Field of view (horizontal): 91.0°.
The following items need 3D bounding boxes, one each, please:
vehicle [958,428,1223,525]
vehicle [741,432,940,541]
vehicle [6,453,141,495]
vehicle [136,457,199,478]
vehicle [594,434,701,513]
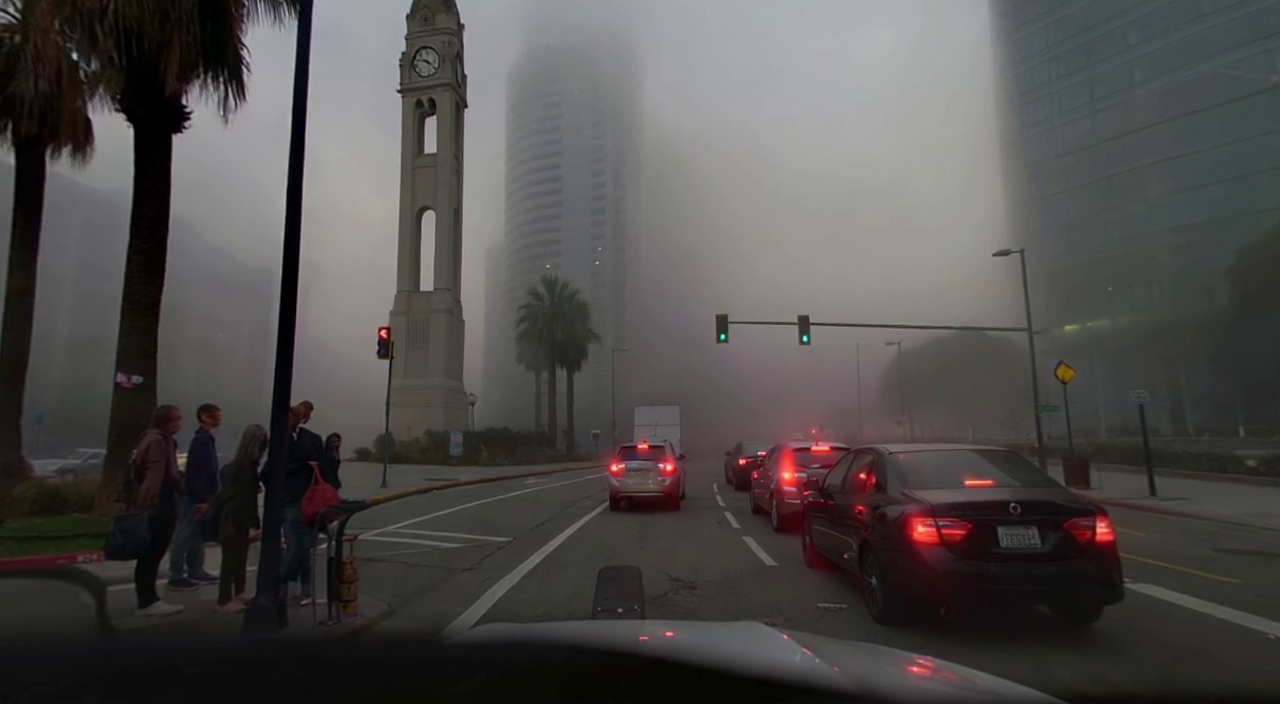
[{"bbox_3d":[8.174,2.278,12.055,1.859,1.508,4.259,0,-9,-1],"label":"vehicle"},{"bbox_3d":[3.093,2.165,10.838,1.913,1.469,4.425,0,-9,-1],"label":"vehicle"},{"bbox_3d":[-26.693,5.721,29.961,2.105,1.793,4.812,0,-9,-3],"label":"vehicle"},{"bbox_3d":[-36.823,8.991,49.221,1.700,1.527,4.445,1,-9,-4],"label":"vehicle"},{"bbox_3d":[0.179,2.618,14.003,2.048,1.503,3.681,0,-9,1],"label":"vehicle"}]
